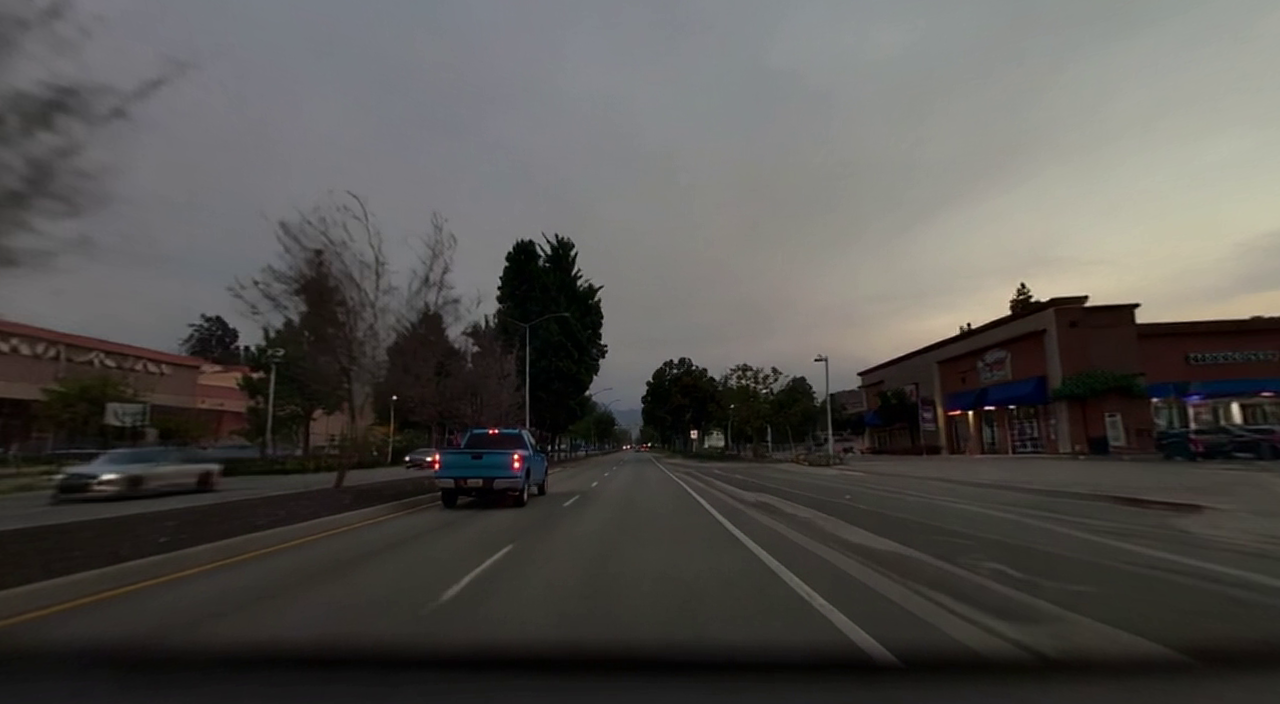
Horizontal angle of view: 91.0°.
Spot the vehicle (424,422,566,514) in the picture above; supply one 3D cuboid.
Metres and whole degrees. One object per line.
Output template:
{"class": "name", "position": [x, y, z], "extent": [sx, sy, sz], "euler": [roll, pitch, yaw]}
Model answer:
{"class": "vehicle", "position": [-3.193, 2.700, 15.208], "extent": [2.065, 1.790, 5.417], "euler": [0, -8, 1]}

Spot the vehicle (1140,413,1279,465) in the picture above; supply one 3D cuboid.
{"class": "vehicle", "position": [25.866, 3.695, 26.781], "extent": [6.906, 2.001, 2.514], "euler": [-1, -9, -1]}

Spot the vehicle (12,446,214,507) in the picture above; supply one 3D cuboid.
{"class": "vehicle", "position": [-14.355, 3.366, 17.566], "extent": [1.813, 1.476, 4.406], "euler": [0, -9, 0]}
